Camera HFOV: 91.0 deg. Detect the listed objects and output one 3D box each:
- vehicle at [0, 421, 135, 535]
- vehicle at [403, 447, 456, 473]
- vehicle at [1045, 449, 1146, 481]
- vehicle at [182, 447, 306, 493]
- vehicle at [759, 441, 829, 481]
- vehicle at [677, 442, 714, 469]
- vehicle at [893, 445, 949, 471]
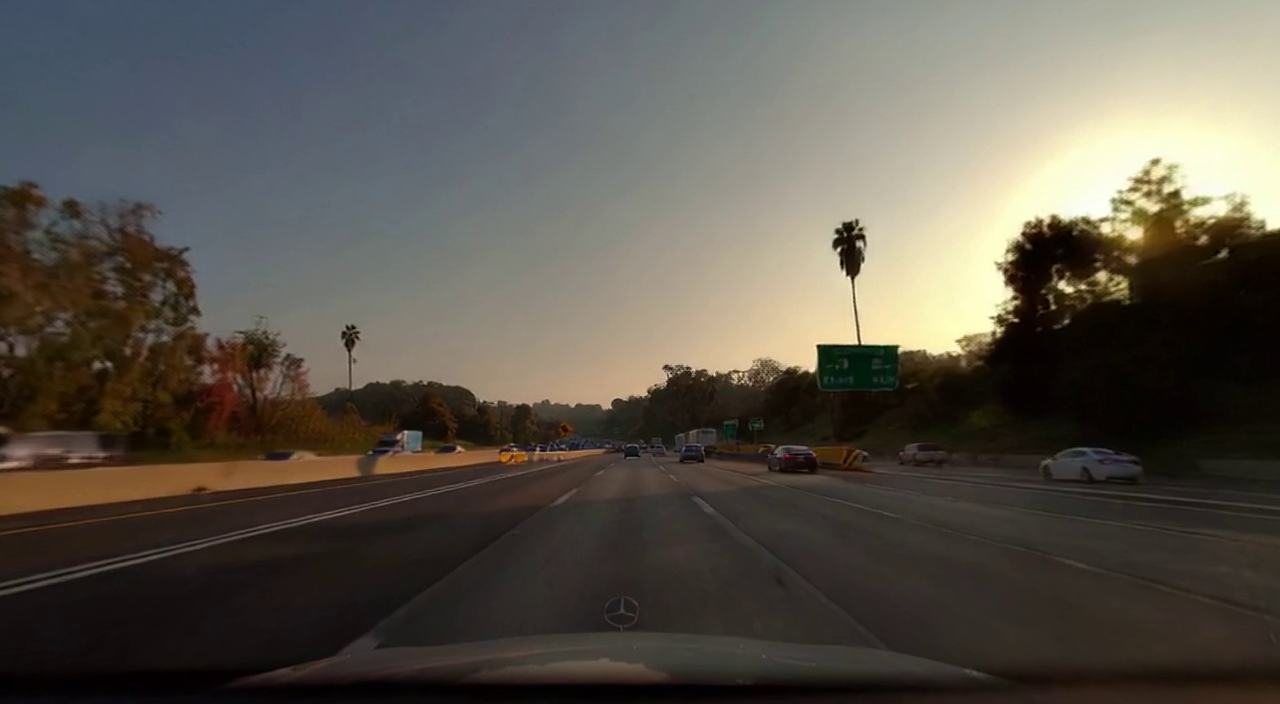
[{"bbox_3d":[-12.143,2.181,10.949,2.197,1.943,5.421,0,-9,0],"label":"vehicle"},{"bbox_3d":[-15.075,7.714,45.297,2.023,1.715,4.559,0,-9,2],"label":"vehicle"},{"bbox_3d":[22.698,5.597,31.611,1.774,1.457,4.653,0,-9,3],"label":"vehicle"},{"bbox_3d":[-15.909,4.718,25.663,1.993,1.683,4.737,0,-9,0],"label":"vehicle"},{"bbox_3d":[6.787,4.843,28.237,1.902,1.623,4.360,0,-9,-1],"label":"vehicle"},{"bbox_3d":[3.612,6.873,41.893,2.035,1.704,3.867,0,-9,-1],"label":"vehicle"},{"bbox_3d":[19.181,7.236,43.156,1.887,1.642,4.592,0,-9,3],"label":"vehicle"}]
